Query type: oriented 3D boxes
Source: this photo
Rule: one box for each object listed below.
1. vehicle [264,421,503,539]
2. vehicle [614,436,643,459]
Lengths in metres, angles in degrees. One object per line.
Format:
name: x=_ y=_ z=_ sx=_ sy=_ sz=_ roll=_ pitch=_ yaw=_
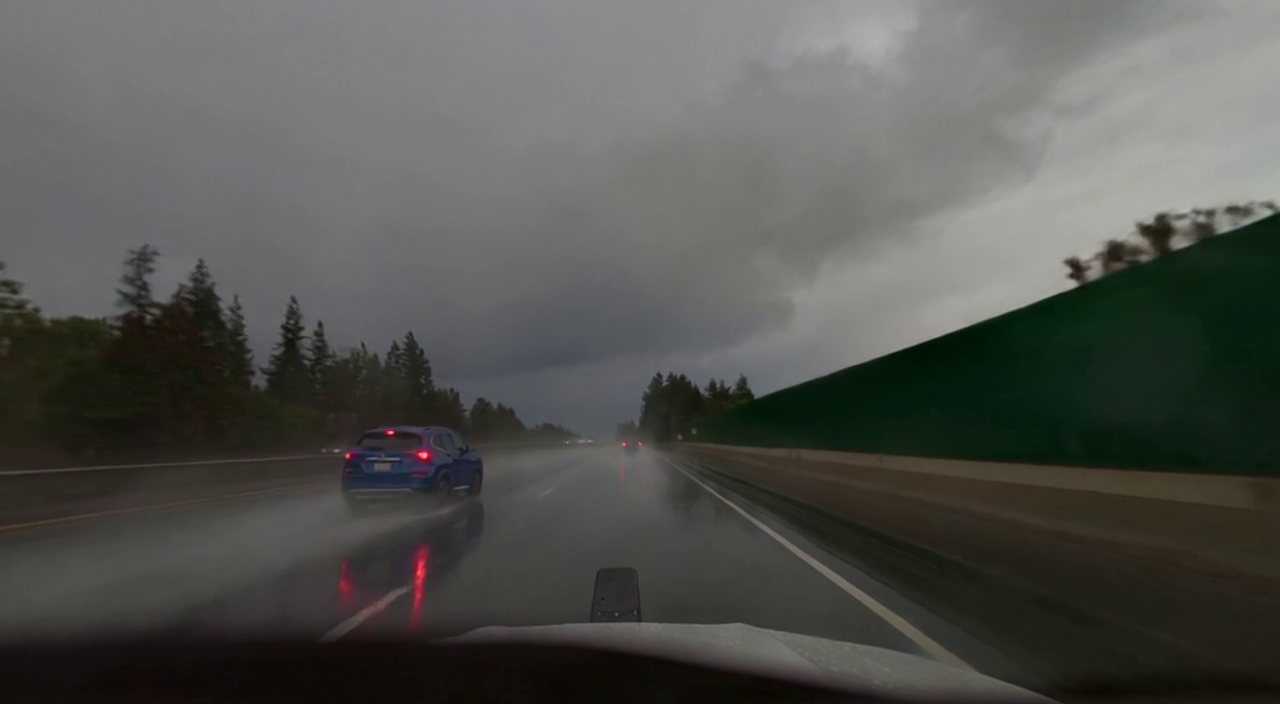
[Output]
vehicle: x=-3.909 y=2.014 z=10.748 sx=2.072 sy=1.545 sz=4.767 roll=0 pitch=-8 yaw=0
vehicle: x=-0.766 y=6.297 z=41.918 sx=1.836 sy=1.450 sz=3.519 roll=0 pitch=-8 yaw=-2
